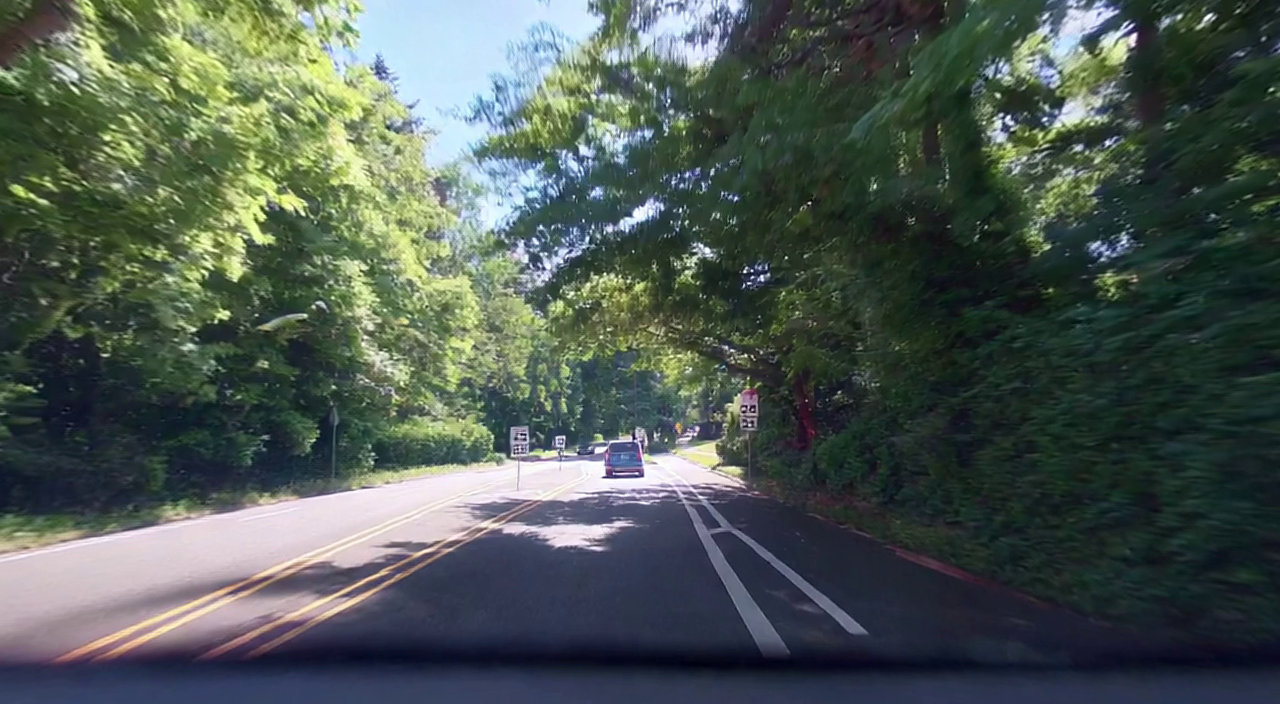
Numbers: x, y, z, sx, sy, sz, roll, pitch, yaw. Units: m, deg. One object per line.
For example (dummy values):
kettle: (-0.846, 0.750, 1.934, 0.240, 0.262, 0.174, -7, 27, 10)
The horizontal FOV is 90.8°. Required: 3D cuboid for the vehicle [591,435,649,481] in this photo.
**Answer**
vehicle: (-0.849, 4.330, 25.948, 2.216, 1.708, 4.110, 1, -9, -3)
